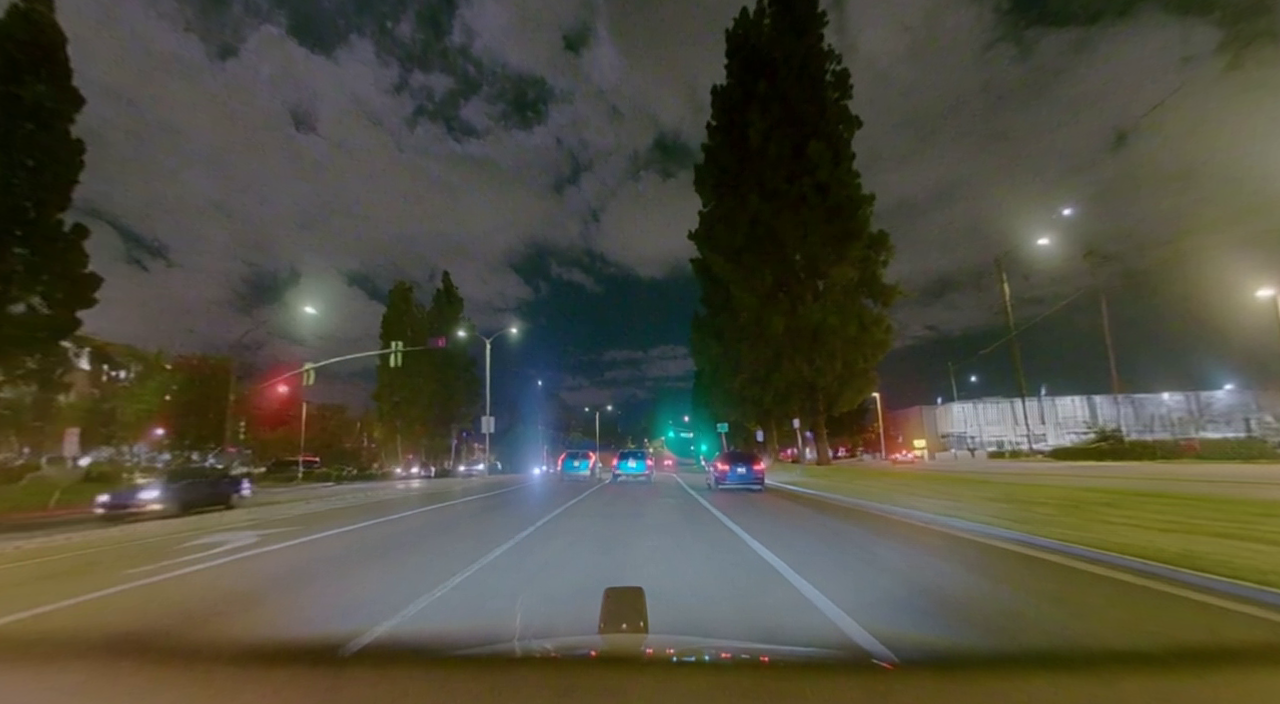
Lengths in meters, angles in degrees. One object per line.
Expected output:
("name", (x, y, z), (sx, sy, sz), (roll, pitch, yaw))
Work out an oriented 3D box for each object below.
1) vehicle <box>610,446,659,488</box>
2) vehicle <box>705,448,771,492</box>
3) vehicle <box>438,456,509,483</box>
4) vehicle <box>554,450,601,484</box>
("vehicle", (-0.224, 5.054, 28.046), (2.022, 1.700, 4.084), (0, -9, 0))
("vehicle", (3.739, 4.560, 24.709), (1.847, 1.554, 4.052), (0, -9, -1))
("vehicle", (-11.936, 8.388, 45.356), (4.526, 1.832, 1.894), (-2, -9, 12))
("vehicle", (-3.439, 6.396, 35.422), (2.047, 1.710, 4.314), (-1, -9, 2))
